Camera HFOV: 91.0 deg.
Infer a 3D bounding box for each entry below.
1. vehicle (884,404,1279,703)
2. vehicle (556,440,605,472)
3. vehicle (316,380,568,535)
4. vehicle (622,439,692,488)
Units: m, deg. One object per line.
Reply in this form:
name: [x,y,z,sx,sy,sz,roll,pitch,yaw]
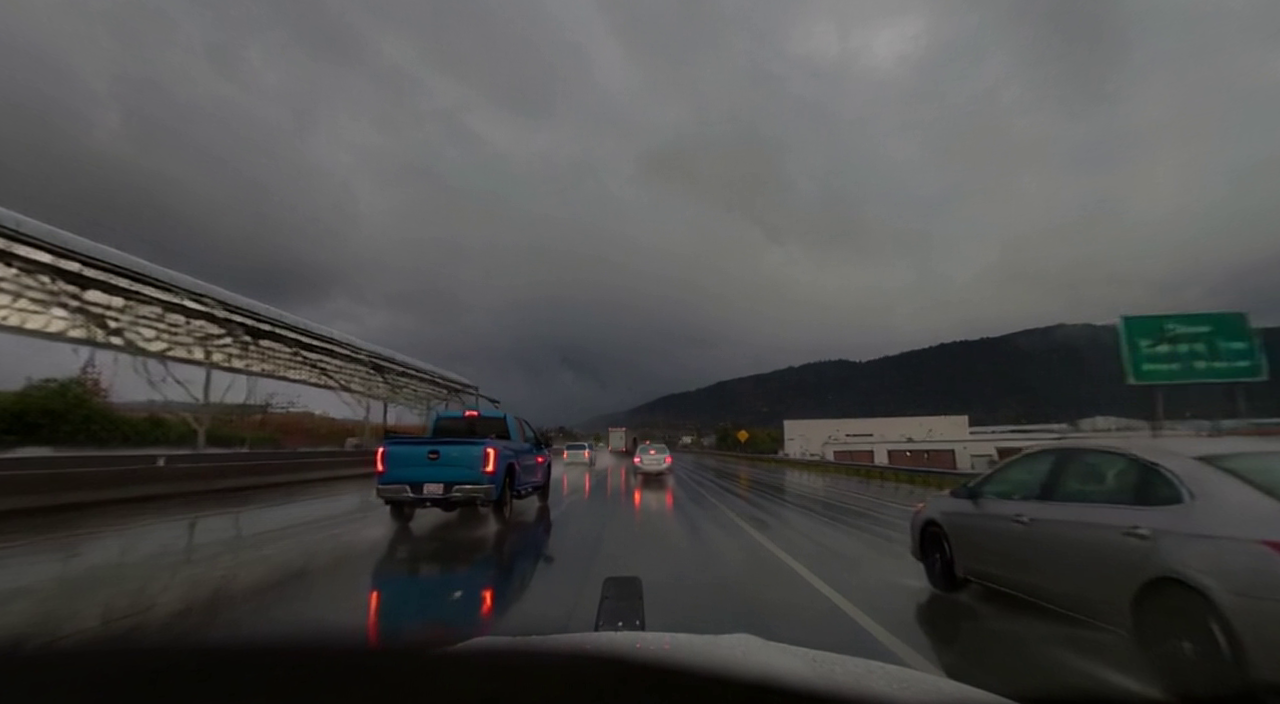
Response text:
vehicle: [3.707,1.252,4.460,2.023,1.510,4.773,0,-8,0]
vehicle: [-3.135,5.621,34.340,2.151,1.613,4.786,0,-8,1]
vehicle: [-3.247,2.018,12.569,2.733,2.230,6.820,0,-8,1]
vehicle: [0.516,3.783,21.723,2.171,1.493,4.081,0,-8,0]
